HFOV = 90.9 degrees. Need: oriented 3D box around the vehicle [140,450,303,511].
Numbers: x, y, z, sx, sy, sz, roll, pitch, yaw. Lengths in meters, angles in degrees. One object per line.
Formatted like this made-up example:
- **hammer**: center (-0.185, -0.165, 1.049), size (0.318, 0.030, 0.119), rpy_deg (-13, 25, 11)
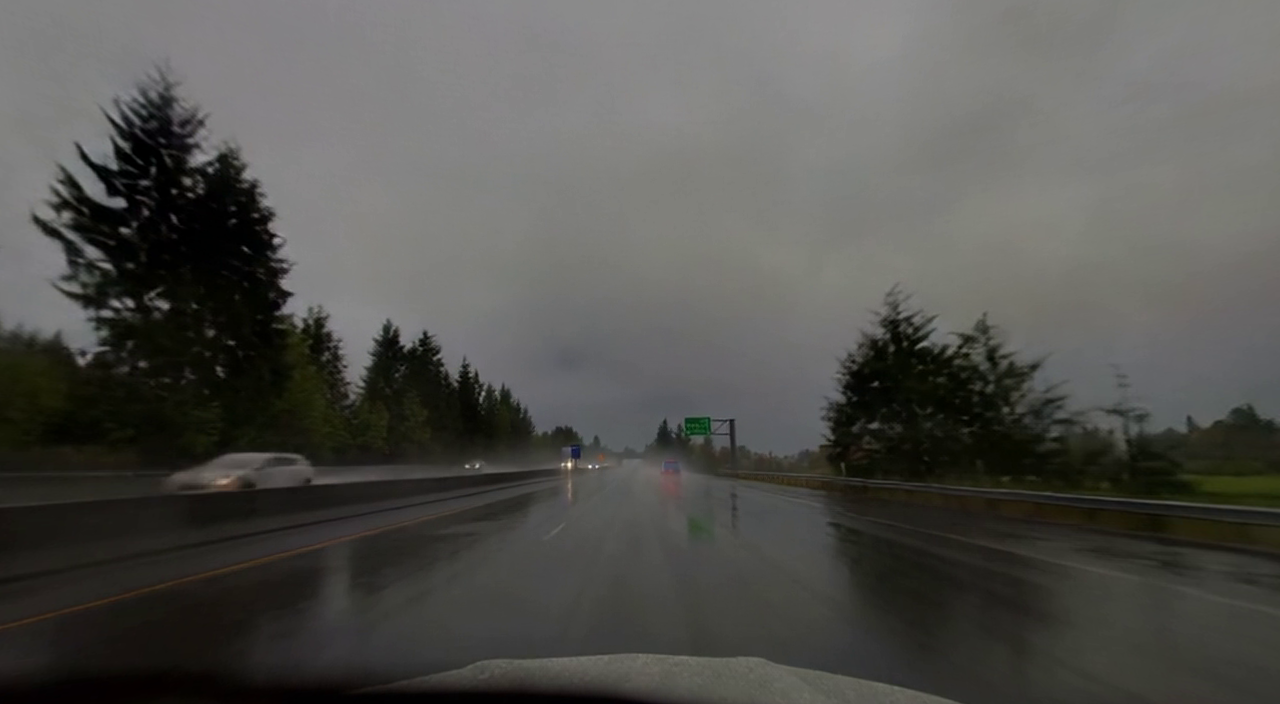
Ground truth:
- **vehicle**: center (-11.476, 3.566, 17.682), size (1.811, 1.472, 3.976), rpy_deg (1, -10, 0)
